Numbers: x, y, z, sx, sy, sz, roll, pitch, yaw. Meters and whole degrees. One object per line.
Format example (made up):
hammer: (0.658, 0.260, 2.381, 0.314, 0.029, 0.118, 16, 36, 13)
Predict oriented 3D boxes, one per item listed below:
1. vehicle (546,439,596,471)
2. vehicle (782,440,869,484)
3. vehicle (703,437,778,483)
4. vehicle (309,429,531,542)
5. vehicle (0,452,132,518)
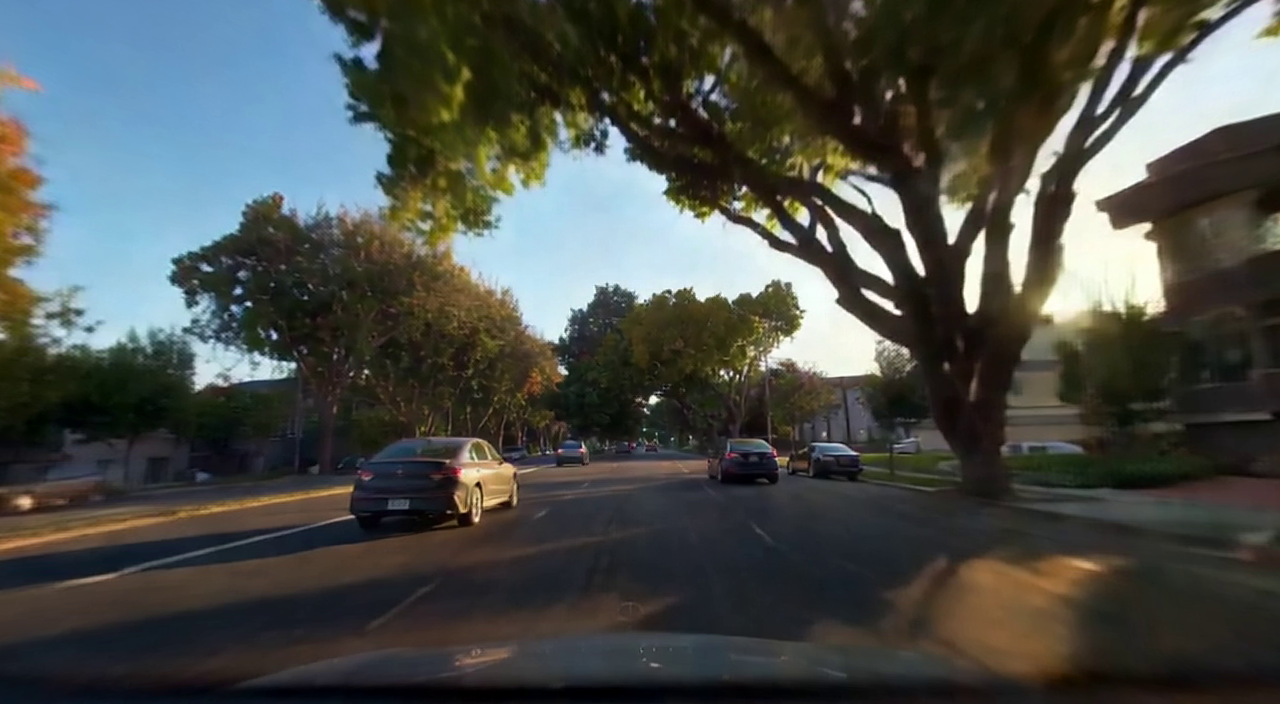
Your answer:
vehicle: (-3.484, 5.319, 32.737, 1.988, 1.497, 4.404, 0, -8, 2)
vehicle: (6.658, 3.971, 23.119, 1.912, 1.433, 4.265, 0, -8, 0)
vehicle: (3.565, 3.921, 23.169, 2.010, 1.486, 4.498, 0, -8, 0)
vehicle: (-3.315, 2.096, 10.621, 2.053, 1.480, 4.381, 0, -8, 2)
vehicle: (-18.907, 4.031, 19.539, 2.033, 1.795, 5.027, 0, -8, 0)
